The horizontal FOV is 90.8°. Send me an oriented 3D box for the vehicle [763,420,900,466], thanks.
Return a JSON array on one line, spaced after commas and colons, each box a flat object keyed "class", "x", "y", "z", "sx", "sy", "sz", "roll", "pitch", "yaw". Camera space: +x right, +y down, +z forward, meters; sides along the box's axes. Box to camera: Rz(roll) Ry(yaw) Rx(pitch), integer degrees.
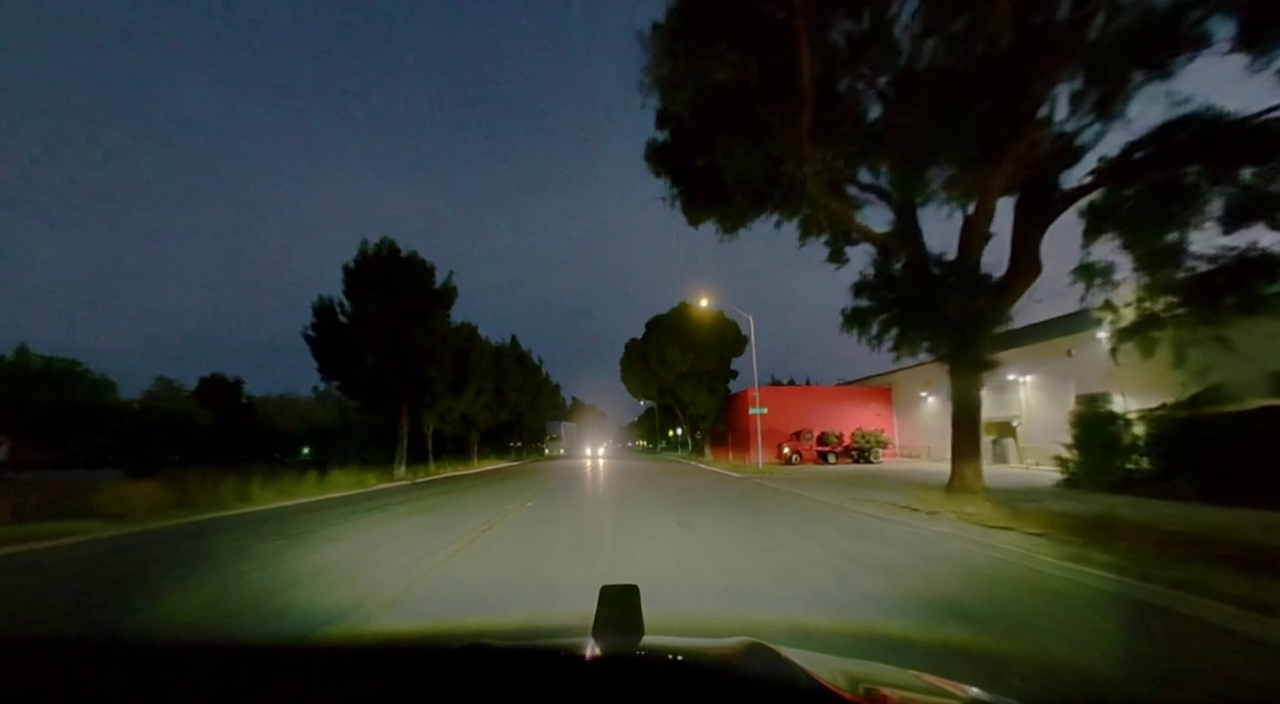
[{"class": "vehicle", "x": 11.274, "y": 5.400, "z": 37.580, "sx": 7.188, "sy": 2.416, "sz": 2.528, "roll": -2, "pitch": -8, "yaw": -3}]
